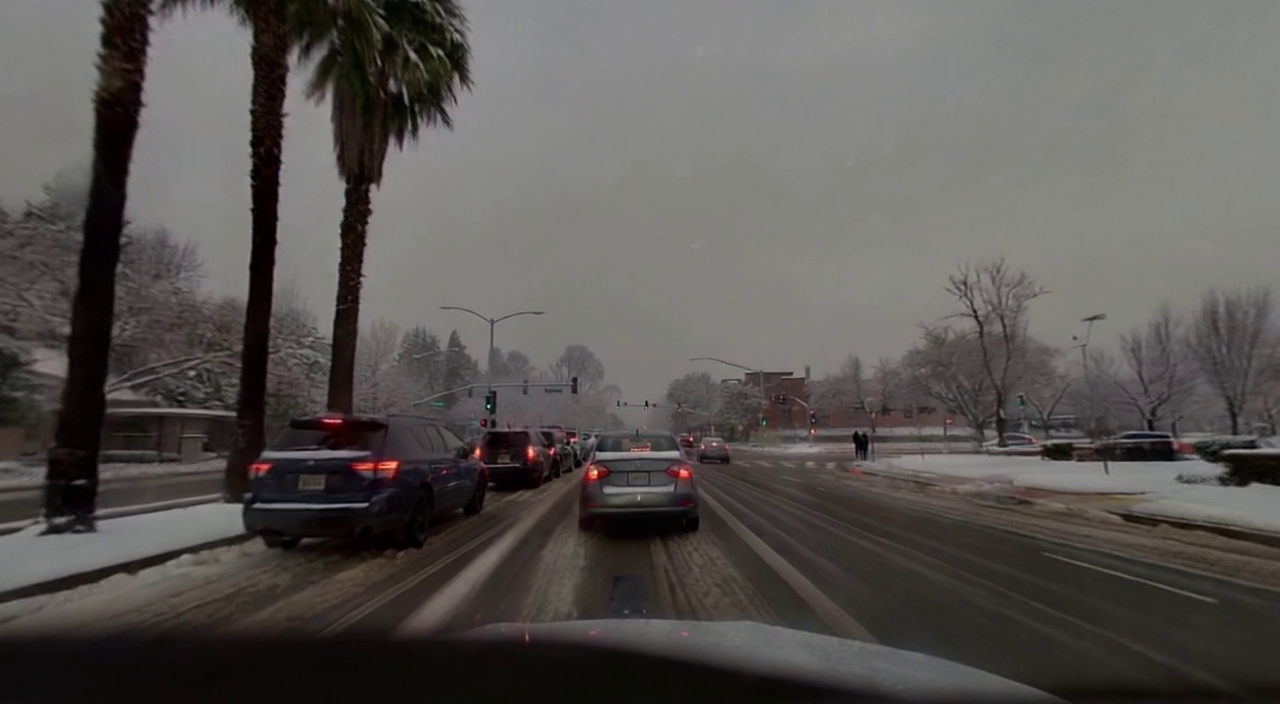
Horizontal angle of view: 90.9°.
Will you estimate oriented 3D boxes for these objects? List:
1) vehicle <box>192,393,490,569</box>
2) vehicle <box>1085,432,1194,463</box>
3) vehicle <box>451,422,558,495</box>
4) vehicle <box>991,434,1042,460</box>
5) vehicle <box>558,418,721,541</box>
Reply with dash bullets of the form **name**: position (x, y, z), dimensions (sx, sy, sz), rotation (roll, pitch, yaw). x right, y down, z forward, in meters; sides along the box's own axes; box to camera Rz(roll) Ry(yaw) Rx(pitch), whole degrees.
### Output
- **vehicle**: position (-3.507, 1.609, 8.546), dimensions (1.914, 1.741, 4.398), rotation (0, -8, -1)
- **vehicle**: position (25.459, 4.893, 32.246), dimensions (3.914, 1.427, 1.779), rotation (-2, -8, 6)
- **vehicle**: position (-3.427, 2.782, 16.764), dimensions (1.840, 1.684, 4.041), rotation (0, -8, 1)
- **vehicle**: position (26.018, 6.572, 43.638), dimensions (1.882, 1.672, 3.957), rotation (-2, -9, 14)
- **vehicle**: position (-0.030, 1.982, 10.398), dimensions (2.114, 1.585, 4.285), rotation (0, -8, -1)
